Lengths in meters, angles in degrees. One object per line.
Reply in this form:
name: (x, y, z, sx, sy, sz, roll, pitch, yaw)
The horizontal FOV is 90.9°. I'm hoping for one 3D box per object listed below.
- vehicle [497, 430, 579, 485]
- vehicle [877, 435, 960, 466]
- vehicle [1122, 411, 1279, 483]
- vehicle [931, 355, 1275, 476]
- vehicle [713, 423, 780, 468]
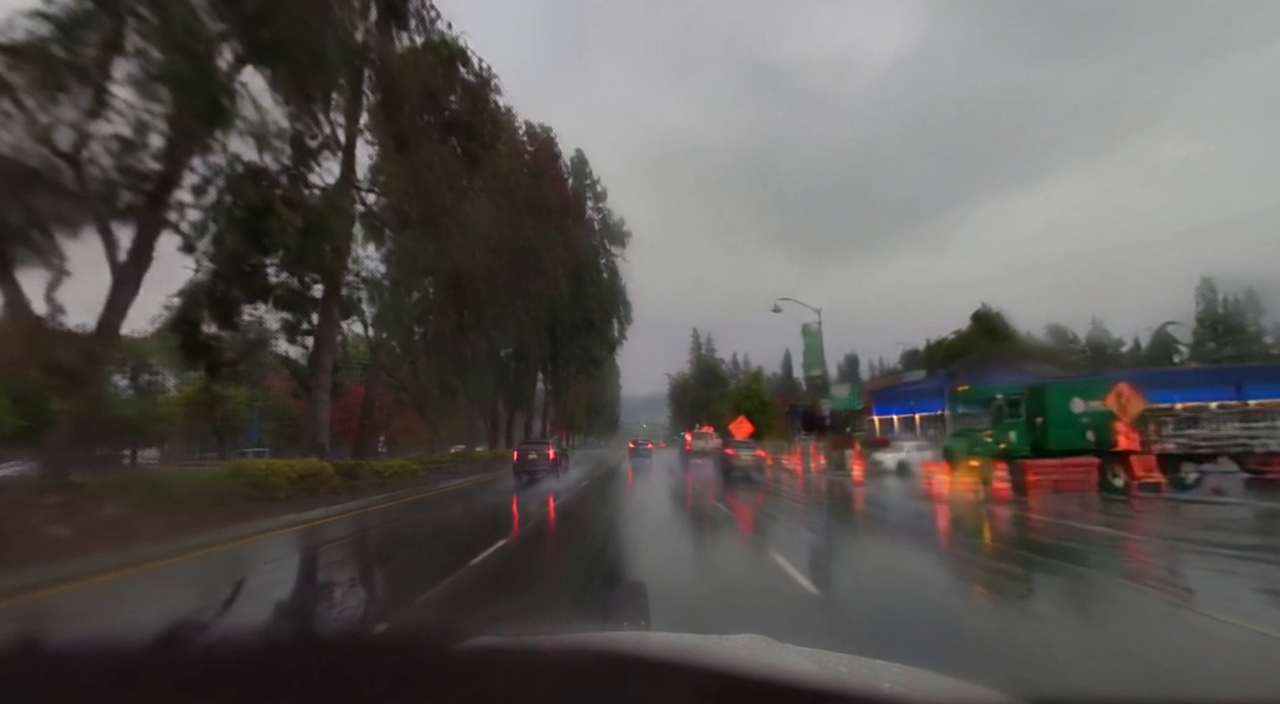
vehicle: (-3.355, 3.575, 21.702, 2.038, 1.682, 4.399, 0, -8, 1)
vehicle: (14.195, 5.056, 32.441, 1.969, 1.457, 4.719, 0, -8, -2)
vehicle: (15.599, 2.448, 16.268, 1.874, 1.694, 4.535, 7, -11, -37)
vehicle: (14.917, 2.144, 20.890, 8.949, 3.673, 3.044, 0, -8, -2)
vehicle: (5.711, 5.174, 34.852, 2.653, 2.231, 6.793, 0, -8, 1)
